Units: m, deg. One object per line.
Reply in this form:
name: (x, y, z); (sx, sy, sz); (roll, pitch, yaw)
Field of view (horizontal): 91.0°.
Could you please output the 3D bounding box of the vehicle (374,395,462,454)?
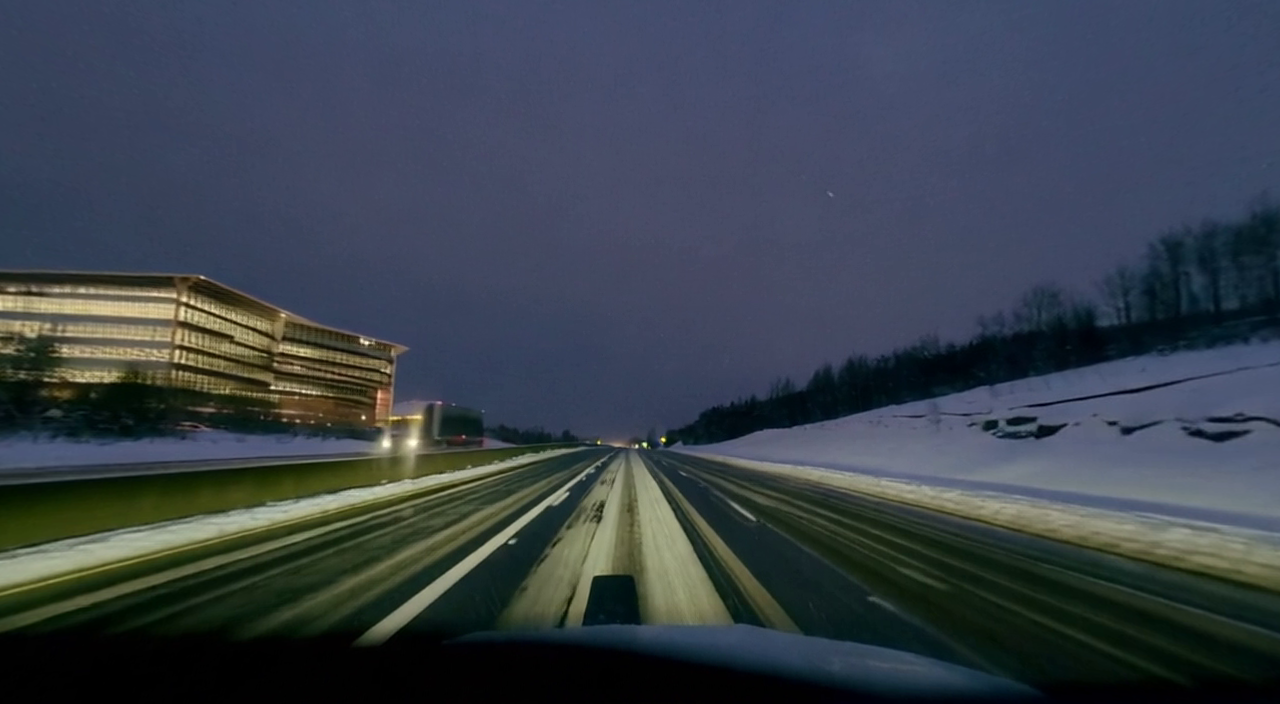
vehicle: (-16.108, 5.492, 46.746); (2.898, 3.893, 10.289); (0, -8, -1)
